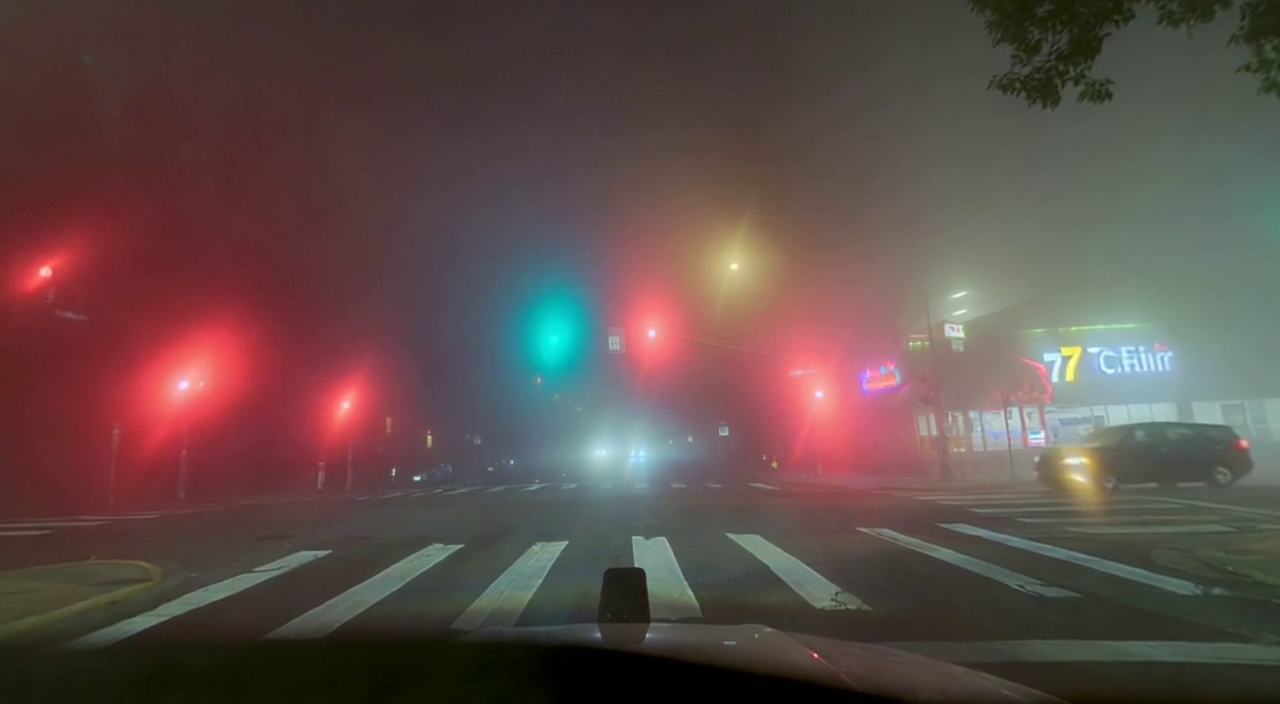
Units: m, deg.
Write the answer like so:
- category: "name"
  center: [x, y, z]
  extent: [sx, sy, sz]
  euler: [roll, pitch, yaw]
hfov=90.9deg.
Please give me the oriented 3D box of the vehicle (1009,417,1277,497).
- category: "vehicle"
  center: [12.159, 2.562, 15.518]
  extent: [4.836, 1.795, 1.957]
  euler: [0, -8, 0]
